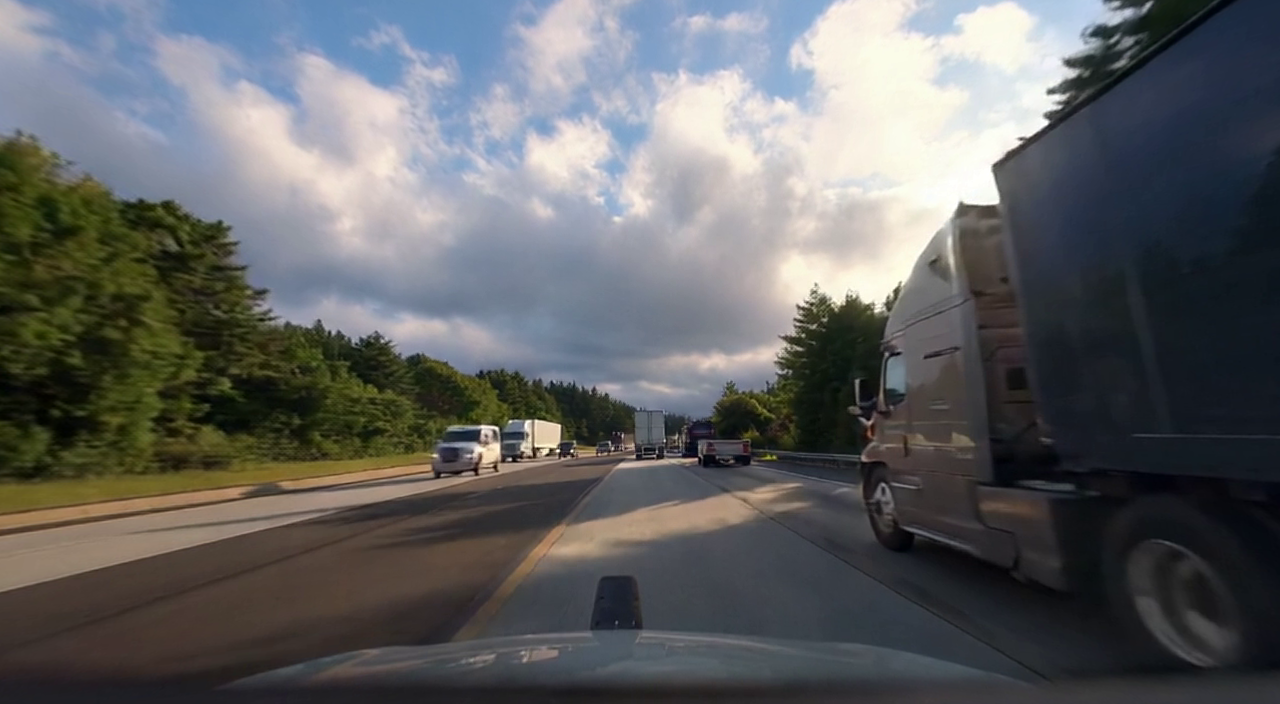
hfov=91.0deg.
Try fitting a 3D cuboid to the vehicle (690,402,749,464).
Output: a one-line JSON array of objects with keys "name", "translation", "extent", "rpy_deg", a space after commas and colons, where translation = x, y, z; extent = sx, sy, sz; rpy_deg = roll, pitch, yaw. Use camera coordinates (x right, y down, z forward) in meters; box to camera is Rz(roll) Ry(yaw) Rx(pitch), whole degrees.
[{"name": "vehicle", "translation": [4.912, 5.215, 40.213], "extent": [2.956, 3.604, 6.277], "rpy_deg": [0, -8, 1]}]

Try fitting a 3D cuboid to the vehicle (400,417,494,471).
[{"name": "vehicle", "translation": [-8.634, 4.213, 28.981], "extent": [2.193, 2.189, 6.439], "rpy_deg": [-1, -8, 1]}]

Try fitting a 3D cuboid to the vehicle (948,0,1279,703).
[{"name": "vehicle", "translation": [4.725, -0.198, 3.277], "extent": [3.012, 3.936, 5.848], "rpy_deg": [0, -8, -1]}]

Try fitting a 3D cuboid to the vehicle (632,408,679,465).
[{"name": "vehicle", "translation": [0.872, 5.363, 39.977], "extent": [2.644, 3.247, 7.454], "rpy_deg": [0, -8, 0]}]
